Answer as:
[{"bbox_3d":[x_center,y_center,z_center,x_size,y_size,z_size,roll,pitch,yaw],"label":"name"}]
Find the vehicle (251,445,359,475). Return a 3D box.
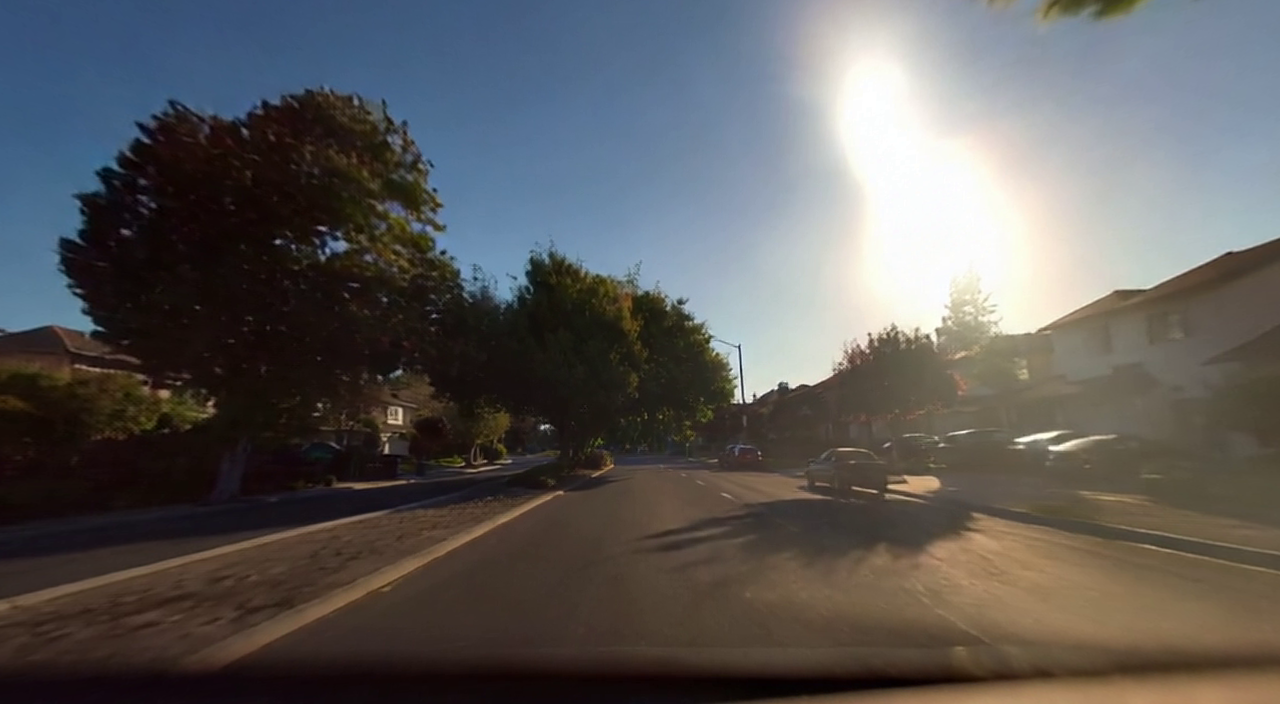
[{"bbox_3d":[-21.214,6.850,40.200,5.659,1.769,2.073,0,-8,-2],"label":"vehicle"}]

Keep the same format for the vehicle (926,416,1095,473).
[{"bbox_3d":[14.990,3.798,25.863,5.355,1.853,2.257,-4,-9,1],"label":"vehicle"}]

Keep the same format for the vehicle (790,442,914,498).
[{"bbox_3d":[6.485,3.637,20.056,2.042,1.511,5.029,0,-8,-2],"label":"vehicle"}]

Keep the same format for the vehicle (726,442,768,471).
[{"bbox_3d":[6.840,6.749,40.967,1.996,1.745,4.556,-1,-9,1],"label":"vehicle"}]

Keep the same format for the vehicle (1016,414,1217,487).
[{"bbox_3d":[13.336,2.823,18.193,1.978,1.738,4.734,-2,-9,-1],"label":"vehicle"}]
